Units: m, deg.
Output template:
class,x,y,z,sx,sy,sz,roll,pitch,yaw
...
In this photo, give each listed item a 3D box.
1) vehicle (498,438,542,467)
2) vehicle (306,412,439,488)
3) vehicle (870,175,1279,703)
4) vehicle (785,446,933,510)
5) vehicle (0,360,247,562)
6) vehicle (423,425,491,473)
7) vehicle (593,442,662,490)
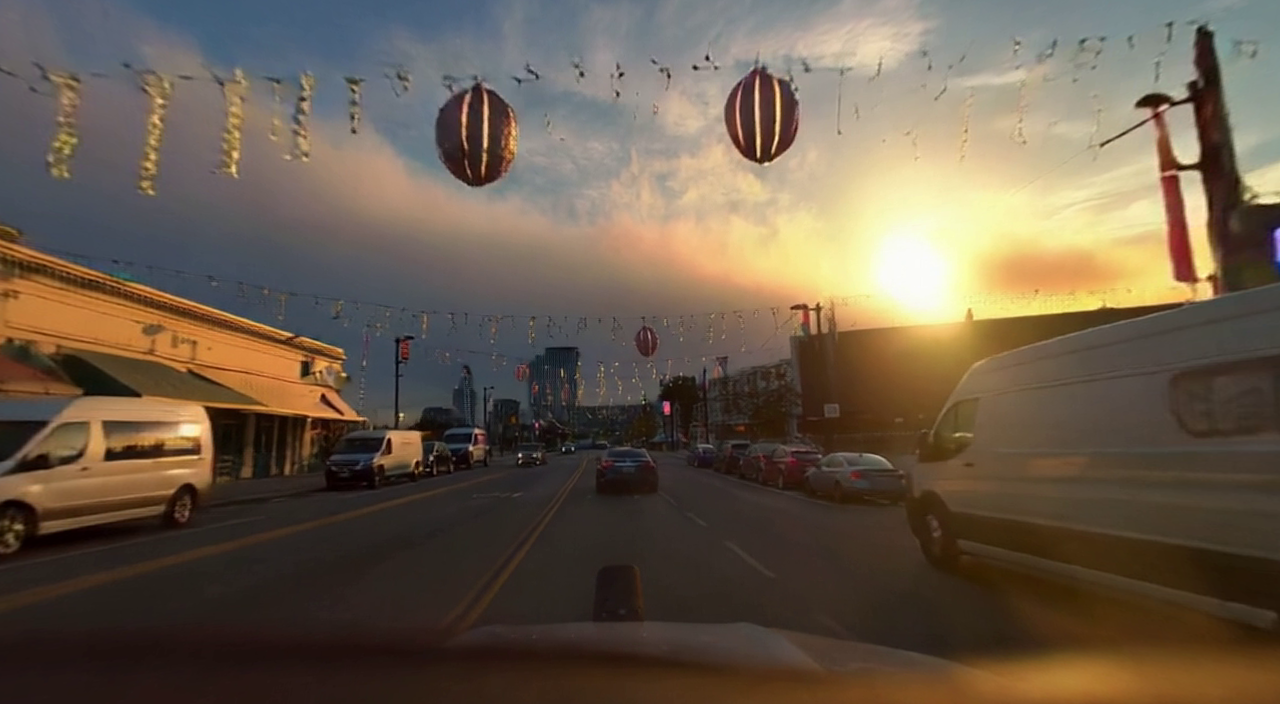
class,x,y,z,sx,sy,sz,roll,pitch,yaw
vehicle,-8.358,7.086,44.625,2.456,1.935,4.769,0,-9,-4
vehicle,-10.356,3.907,25.284,2.964,2.597,6.437,1,-9,-5
vehicle,4.465,0.699,4.848,2.492,2.720,6.884,0,-9,-3
vehicle,5.537,3.223,16.722,1.921,1.430,4.455,1,-9,-6
vehicle,-10.009,1.886,11.228,2.398,2.723,5.816,0,-9,-2
vehicle,-11.258,6.048,39.402,2.724,2.739,5.663,0,-9,-3
vehicle,-0.466,3.839,21.674,2.112,1.464,4.411,0,-9,-2
